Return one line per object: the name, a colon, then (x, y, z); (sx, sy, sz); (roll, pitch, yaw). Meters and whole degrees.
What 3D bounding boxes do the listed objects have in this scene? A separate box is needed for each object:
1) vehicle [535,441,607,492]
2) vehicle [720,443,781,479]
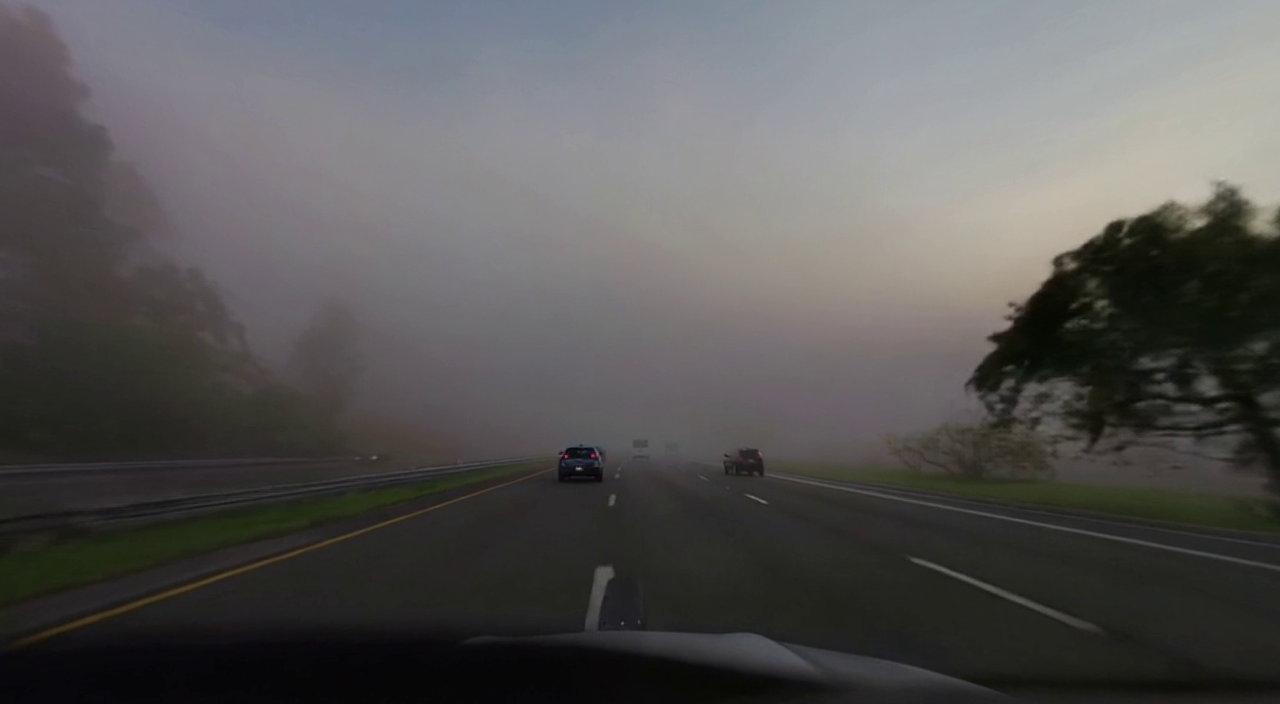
vehicle: (-2.183, 3.779, 21.129); (2.053, 1.483, 4.185); (0, -9, -2)
vehicle: (4.914, 4.881, 28.418); (1.926, 1.483, 3.528); (0, -9, -3)
